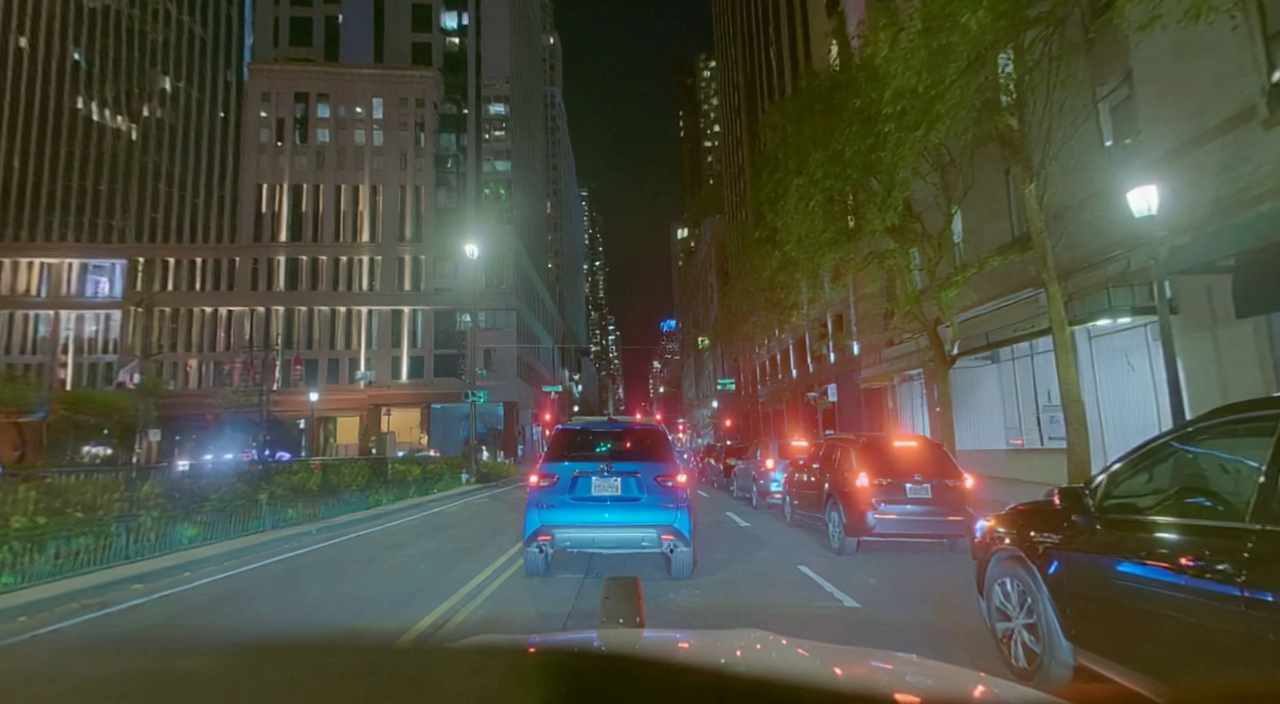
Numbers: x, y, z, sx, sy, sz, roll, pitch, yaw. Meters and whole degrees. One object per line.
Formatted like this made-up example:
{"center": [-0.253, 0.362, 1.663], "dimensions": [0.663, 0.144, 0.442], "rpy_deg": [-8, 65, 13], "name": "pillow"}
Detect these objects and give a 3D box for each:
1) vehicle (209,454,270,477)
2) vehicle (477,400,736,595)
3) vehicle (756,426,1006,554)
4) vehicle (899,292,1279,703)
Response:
{"center": [-27.917, 7.891, 44.237], "dimensions": [1.967, 1.428, 4.832], "rpy_deg": [1, -9, -12], "name": "vehicle"}
{"center": [-0.342, 1.578, 7.639], "dimensions": [2.249, 1.684, 4.084], "rpy_deg": [0, -9, -2], "name": "vehicle"}
{"center": [3.281, 1.983, 9.826], "dimensions": [1.941, 1.482, 4.632], "rpy_deg": [0, -9, -2], "name": "vehicle"}
{"center": [2.994, 0.749, 2.258], "dimensions": [2.063, 1.760, 4.664], "rpy_deg": [0, -9, -1], "name": "vehicle"}
